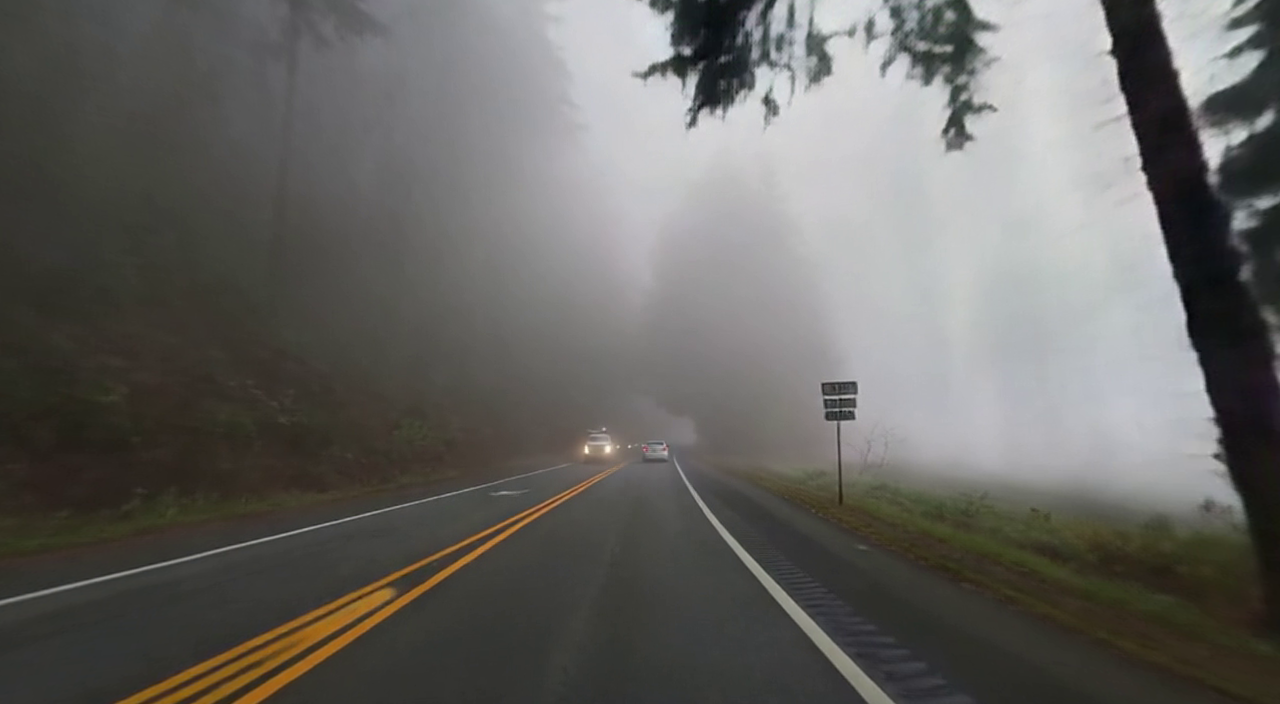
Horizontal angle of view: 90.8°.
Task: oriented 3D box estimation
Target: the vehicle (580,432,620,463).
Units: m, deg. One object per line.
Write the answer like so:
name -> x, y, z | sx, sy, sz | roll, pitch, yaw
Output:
vehicle -> -3.025, 7.373, 48.893 | 2.479, 2.208, 5.780 | -1, -9, 3

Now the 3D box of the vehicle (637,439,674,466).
vehicle -> 0.948, 5.986, 37.782 | 2.067, 1.486, 3.861 | -1, -9, 2
